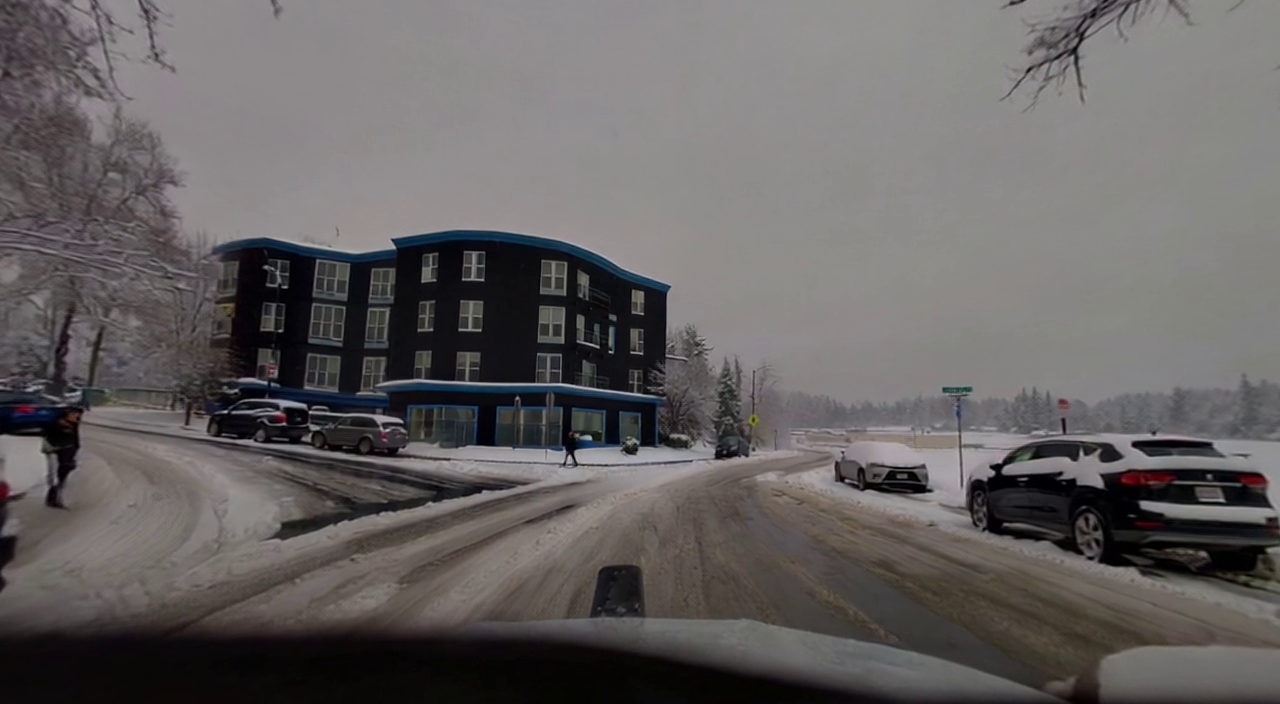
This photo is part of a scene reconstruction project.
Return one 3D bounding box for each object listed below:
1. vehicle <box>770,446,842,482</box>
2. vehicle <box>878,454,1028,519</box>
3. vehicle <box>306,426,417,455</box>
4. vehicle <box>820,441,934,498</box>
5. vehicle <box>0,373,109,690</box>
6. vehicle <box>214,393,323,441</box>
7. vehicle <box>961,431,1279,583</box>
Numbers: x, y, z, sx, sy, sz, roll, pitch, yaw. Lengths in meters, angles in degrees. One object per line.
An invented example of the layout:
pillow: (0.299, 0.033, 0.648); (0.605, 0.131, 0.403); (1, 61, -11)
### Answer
vehicle: (7.877, 5.368, 30.559); (2.122, 1.554, 4.777); (0, -8, -1)
vehicle: (7.826, 3.362, 16.315); (1.900, 1.368, 4.176); (-1, -8, 3)
vehicle: (-13.575, 4.362, 31.029); (4.603, 1.335, 1.889); (1, -8, -8)
vehicle: (7.936, 3.957, 21.761); (1.917, 1.704, 4.840); (0, -8, -2)
vehicle: (-4.401, 0.692, 1.438); (2.285, 1.712, 5.200); (1, -8, -7)
vehicle: (-18.698, 3.289, 31.818); (4.598, 1.645, 2.019); (7, -5, 20)
vehicle: (7.512, 2.220, 10.142); (2.181, 1.792, 5.066); (0, -8, 2)
